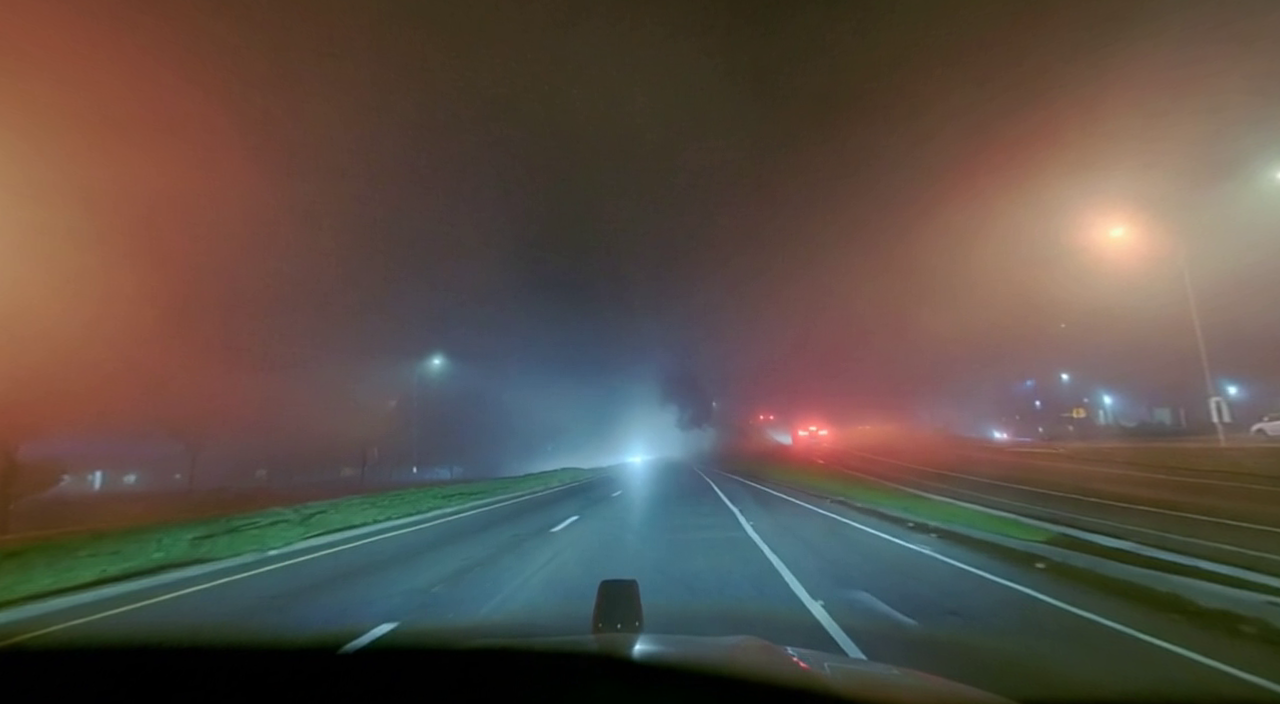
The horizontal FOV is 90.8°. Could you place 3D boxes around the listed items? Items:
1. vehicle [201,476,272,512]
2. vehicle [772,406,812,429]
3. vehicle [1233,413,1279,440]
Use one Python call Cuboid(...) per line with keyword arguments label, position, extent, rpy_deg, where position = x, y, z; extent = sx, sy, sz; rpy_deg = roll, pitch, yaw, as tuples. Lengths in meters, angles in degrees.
Cuboid(label="vehicle", position=(-21.220, 7.450, 33.417), extent=(2.105, 1.469, 4.514), rpy_deg=(3, -9, -19))
Cuboid(label="vehicle", position=(11.082, 4.863, 46.370), extent=(2.048, 1.516, 3.874), rpy_deg=(0, -8, 1))
Cuboid(label="vehicle", position=(43.162, 5.070, 42.823), extent=(1.744, 1.705, 4.514), rpy_deg=(-1, -8, 4))
